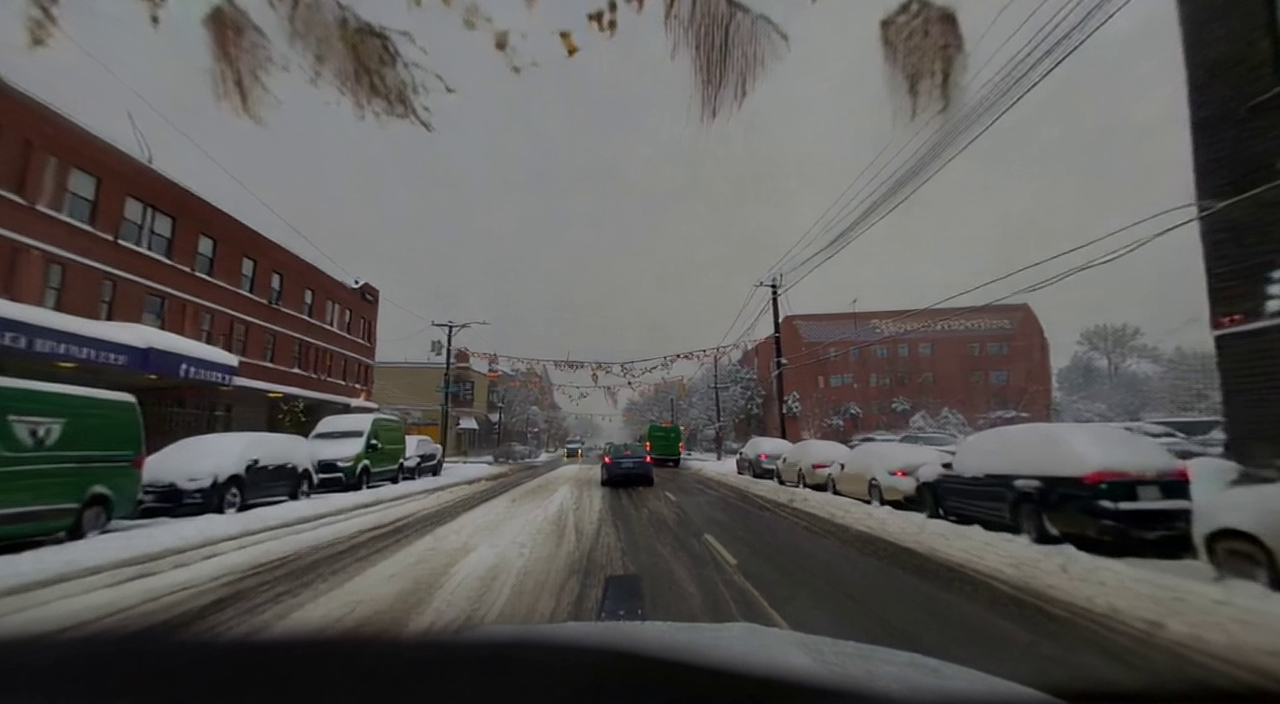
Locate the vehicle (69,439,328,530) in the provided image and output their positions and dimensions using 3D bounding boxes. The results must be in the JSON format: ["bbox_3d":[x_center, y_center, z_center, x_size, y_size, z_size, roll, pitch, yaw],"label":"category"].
[{"bbox_3d":[-9.948,2.965,15.080,2.256,1.722,5.644,0,-8,-2],"label":"vehicle"}]

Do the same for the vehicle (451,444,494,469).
[{"bbox_3d":[-11.338,7.063,43.033,1.962,1.529,4.109,1,-8,-3],"label":"vehicle"}]

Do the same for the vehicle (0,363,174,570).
[{"bbox_3d":[-9.589,1.426,7.818,2.964,2.597,6.437,0,-8,-4],"label":"vehicle"}]

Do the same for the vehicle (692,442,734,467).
[{"bbox_3d":[4.550,6.413,39.853,1.824,1.481,4.057,1,-8,-5],"label":"vehicle"}]

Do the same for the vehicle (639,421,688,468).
[{"bbox_3d":[1.353,5.456,37.402,2.649,2.583,5.800,0,-8,1],"label":"vehicle"}]

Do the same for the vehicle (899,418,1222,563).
[{"bbox_3d":[5.899,1.958,9.759,1.876,1.692,4.492,0,-8,0],"label":"vehicle"}]

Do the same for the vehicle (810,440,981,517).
[{"bbox_3d":[5.587,2.773,14.555,2.012,1.470,4.394,0,-8,-1],"label":"vehicle"}]

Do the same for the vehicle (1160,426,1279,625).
[{"bbox_3d":[5.883,1.199,3.952,1.943,1.507,3.816,0,-8,-1],"label":"vehicle"}]

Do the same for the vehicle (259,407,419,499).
[{"bbox_3d":[-10.052,3.444,21.898,2.724,2.739,5.663,0,-8,0],"label":"vehicle"}]

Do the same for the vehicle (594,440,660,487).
[{"bbox_3d":[-0.536,3.907,22.594,2.112,1.464,4.411,0,-8,-3],"label":"vehicle"}]

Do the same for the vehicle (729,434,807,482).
[{"bbox_3d":[5.202,4.386,26.519,2.079,1.788,4.974,0,-8,-2],"label":"vehicle"}]
